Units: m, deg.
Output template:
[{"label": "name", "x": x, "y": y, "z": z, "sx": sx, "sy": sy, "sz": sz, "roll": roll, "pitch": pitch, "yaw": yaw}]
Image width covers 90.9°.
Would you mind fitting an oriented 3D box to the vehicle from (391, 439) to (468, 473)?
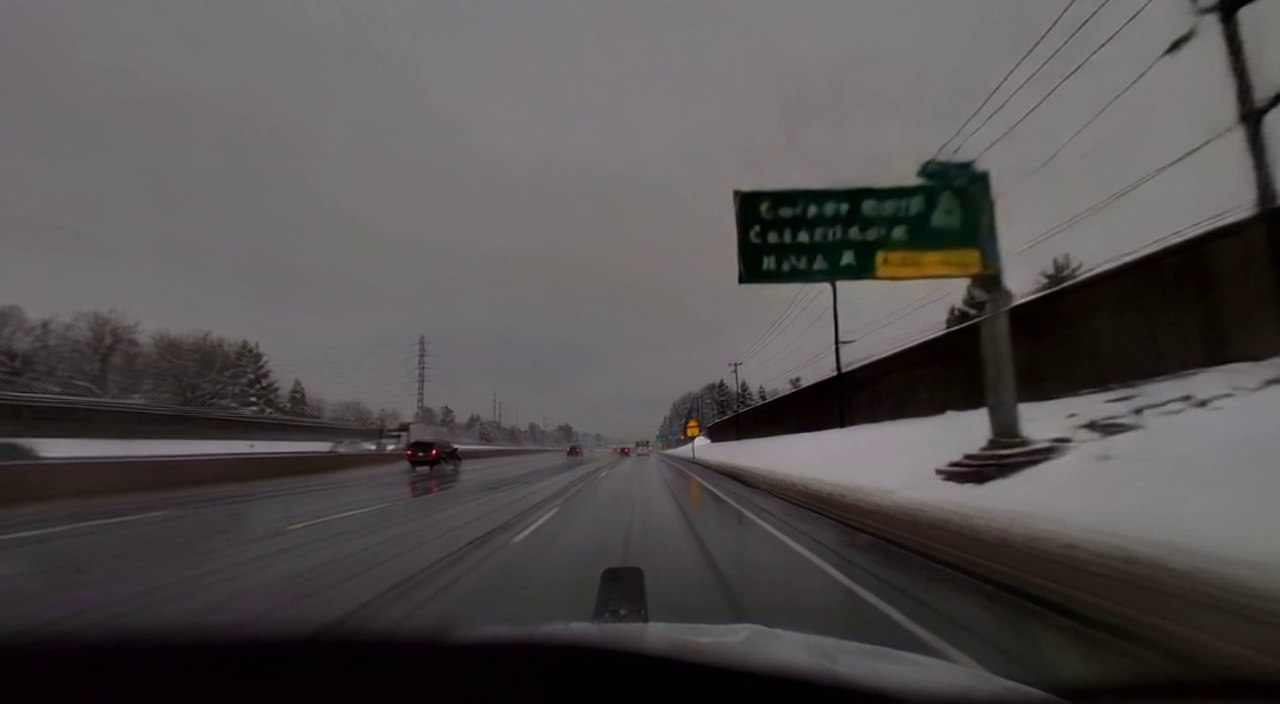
[{"label": "vehicle", "x": -10.044, "y": 4.985, "z": 30.477, "sx": 2.056, "sy": 1.476, "sz": 4.562, "roll": 0, "pitch": -8, "yaw": 1}]
